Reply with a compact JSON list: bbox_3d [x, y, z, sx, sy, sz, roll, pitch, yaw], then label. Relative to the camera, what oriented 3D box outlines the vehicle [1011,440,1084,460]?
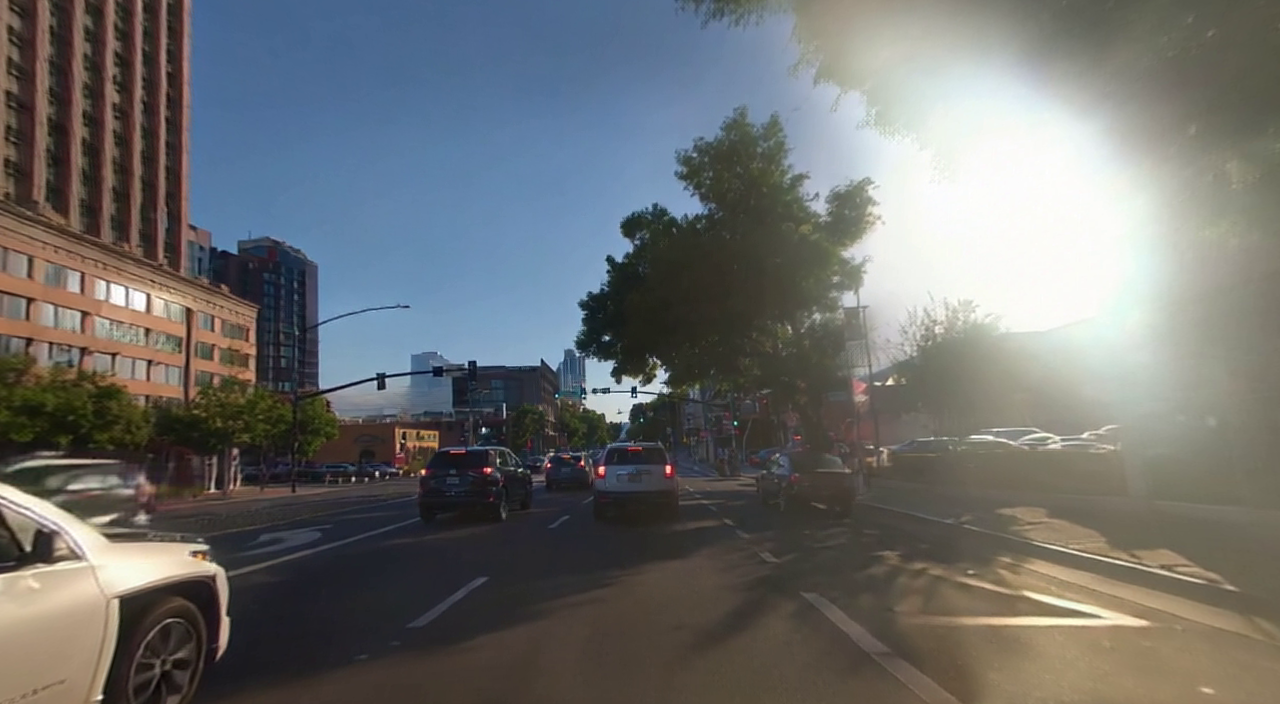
[{"bbox_3d":[31.720,7.659,49.161,4.169,1.475,2.059,-2,-9,11],"label":"vehicle"}]

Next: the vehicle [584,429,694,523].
[{"bbox_3d":[0.001,2.654,14.015,2.075,1.770,4.018,0,-8,1],"label":"vehicle"}]

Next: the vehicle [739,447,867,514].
[{"bbox_3d":[3.941,3.170,16.155,1.986,1.457,4.566,0,-8,-1],"label":"vehicle"}]

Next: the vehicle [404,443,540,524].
[{"bbox_3d":[-3.696,2.936,14.738,1.886,1.599,4.247,0,-8,2],"label":"vehicle"}]

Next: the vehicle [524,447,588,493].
[{"bbox_3d":[-3.241,4.594,24.983,1.894,1.642,3.861,0,-8,1],"label":"vehicle"}]

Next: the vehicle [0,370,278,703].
[{"bbox_3d":[-3.336,0.794,1.683,1.975,1.624,4.481,0,-8,1],"label":"vehicle"}]

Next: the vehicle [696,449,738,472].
[{"bbox_3d":[5.702,7.946,46.242,1.878,1.526,4.736,-3,-9,21],"label":"vehicle"}]
